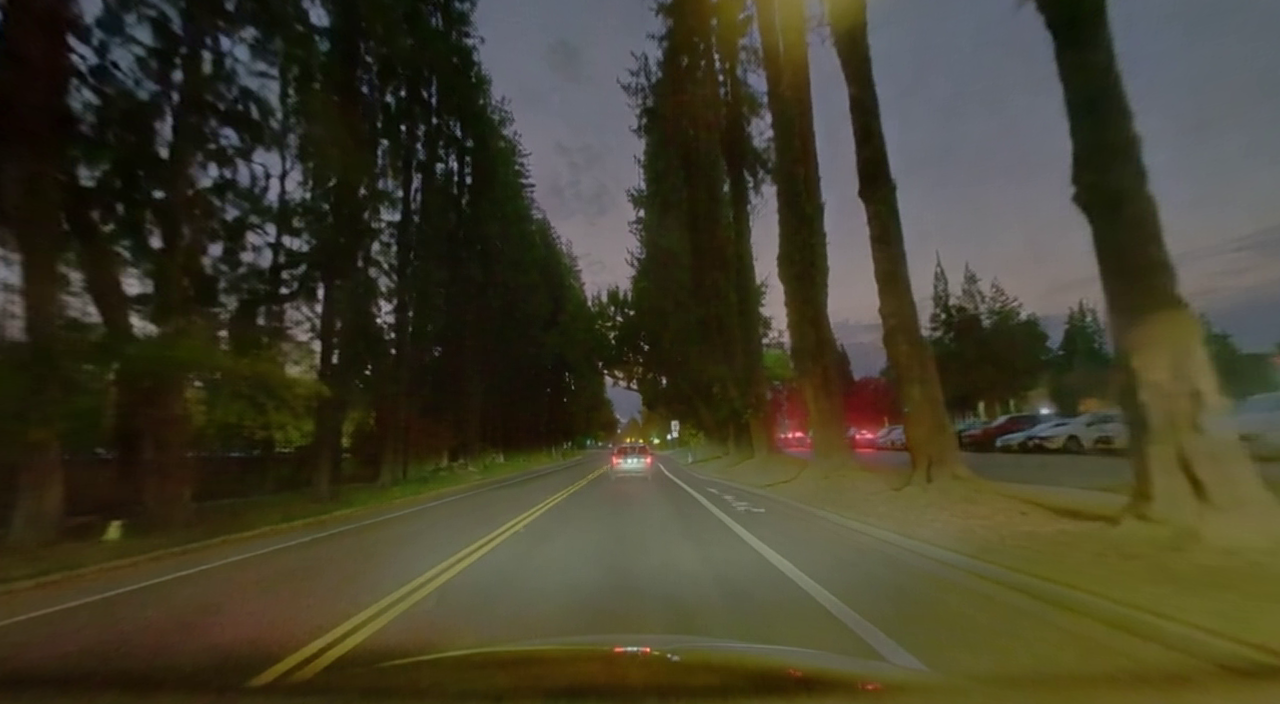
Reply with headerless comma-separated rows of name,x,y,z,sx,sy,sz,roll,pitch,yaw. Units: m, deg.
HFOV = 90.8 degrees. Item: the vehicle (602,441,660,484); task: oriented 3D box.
vehicle,-0.358,4.462,25.807,2.152,1.574,4.223,-1,-8,-1
